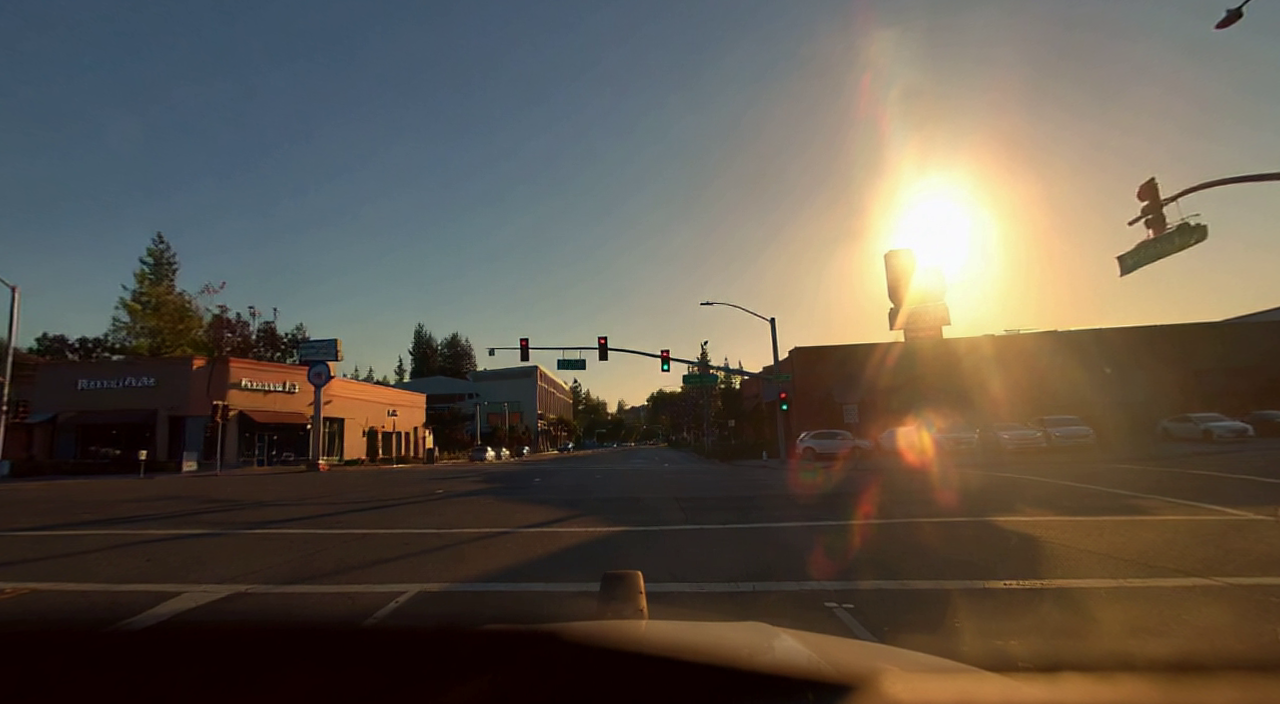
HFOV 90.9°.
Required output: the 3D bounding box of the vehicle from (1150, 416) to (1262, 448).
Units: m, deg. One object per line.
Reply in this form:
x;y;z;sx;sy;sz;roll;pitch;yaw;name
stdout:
28.286;4.077;31.721;1.799;1.459;4.266;0;-8;3;vehicle
